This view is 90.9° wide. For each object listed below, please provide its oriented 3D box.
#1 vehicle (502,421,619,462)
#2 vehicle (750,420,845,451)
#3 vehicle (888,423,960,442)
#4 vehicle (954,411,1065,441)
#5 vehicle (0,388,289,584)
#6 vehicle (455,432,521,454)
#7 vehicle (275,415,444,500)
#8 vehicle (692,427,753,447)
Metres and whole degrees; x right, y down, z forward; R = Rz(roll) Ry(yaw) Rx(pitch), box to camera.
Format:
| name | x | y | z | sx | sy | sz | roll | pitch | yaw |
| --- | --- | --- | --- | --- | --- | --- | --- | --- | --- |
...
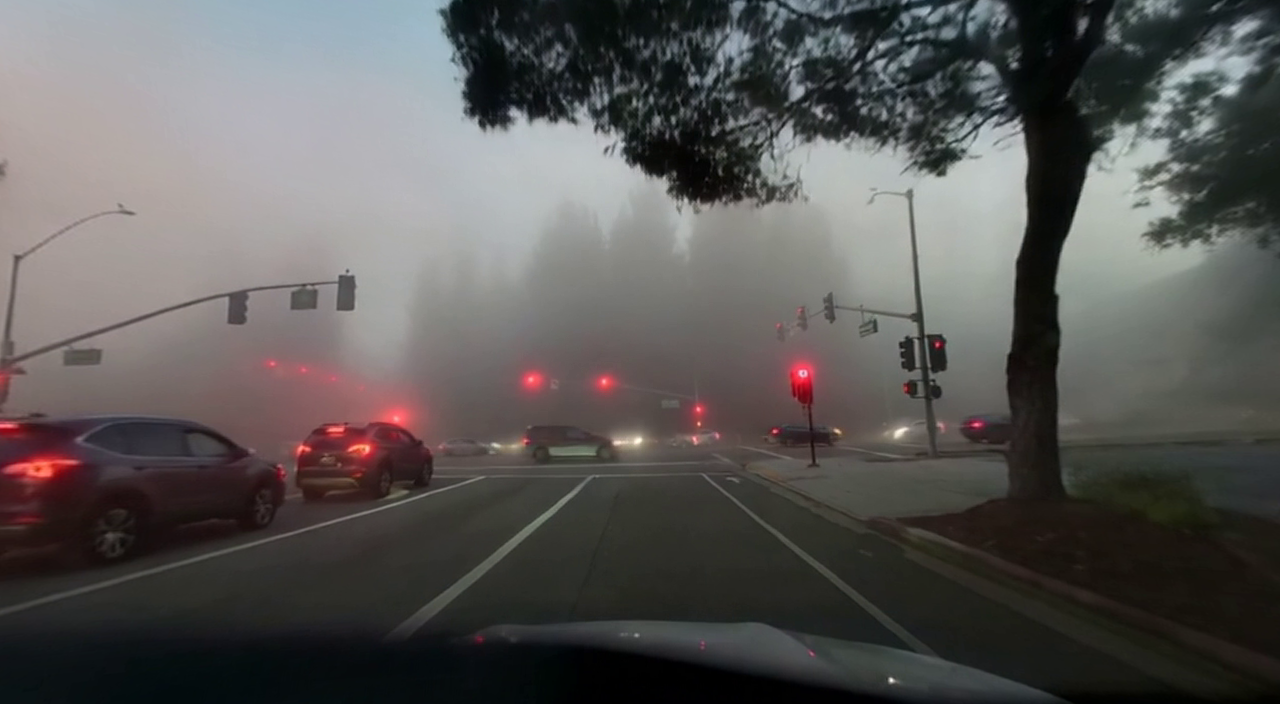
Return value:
| name | x | y | z | sx | sy | sz | roll | pitch | yaw |
| --- | --- | --- | --- | --- | --- | --- | --- | --- | --- |
| vehicle | -3.647 | 4.222 | 29.601 | 5.084 | 1.824 | 2.050 | -1 | -9 | 6 |
| vehicle | 7.963 | 4.279 | 32.195 | 4.429 | 1.489 | 1.773 | -1 | -9 | 6 |
| vehicle | 22.400 | 6.380 | 49.894 | 4.785 | 1.472 | 1.799 | -1 | -9 | 6 |
| vehicle | 20.255 | 4.103 | 34.706 | 4.836 | 1.508 | 1.875 | -1 | -9 | 6 |
| vehicle | -6.669 | 1.531 | 7.900 | 1.967 | 1.741 | 4.385 | 0 | -9 | 0 |
| vehicle | -11.971 | 7.183 | 49.688 | 4.663 | 1.637 | 1.836 | -1 | -9 | 7 |
| vehicle | -6.392 | 2.483 | 15.113 | 1.785 | 1.678 | 4.729 | 0 | -9 | 1 |
| vehicle | 6.228 | 6.465 | 47.883 | 4.459 | 1.477 | 1.754 | -1 | -9 | 6 |
